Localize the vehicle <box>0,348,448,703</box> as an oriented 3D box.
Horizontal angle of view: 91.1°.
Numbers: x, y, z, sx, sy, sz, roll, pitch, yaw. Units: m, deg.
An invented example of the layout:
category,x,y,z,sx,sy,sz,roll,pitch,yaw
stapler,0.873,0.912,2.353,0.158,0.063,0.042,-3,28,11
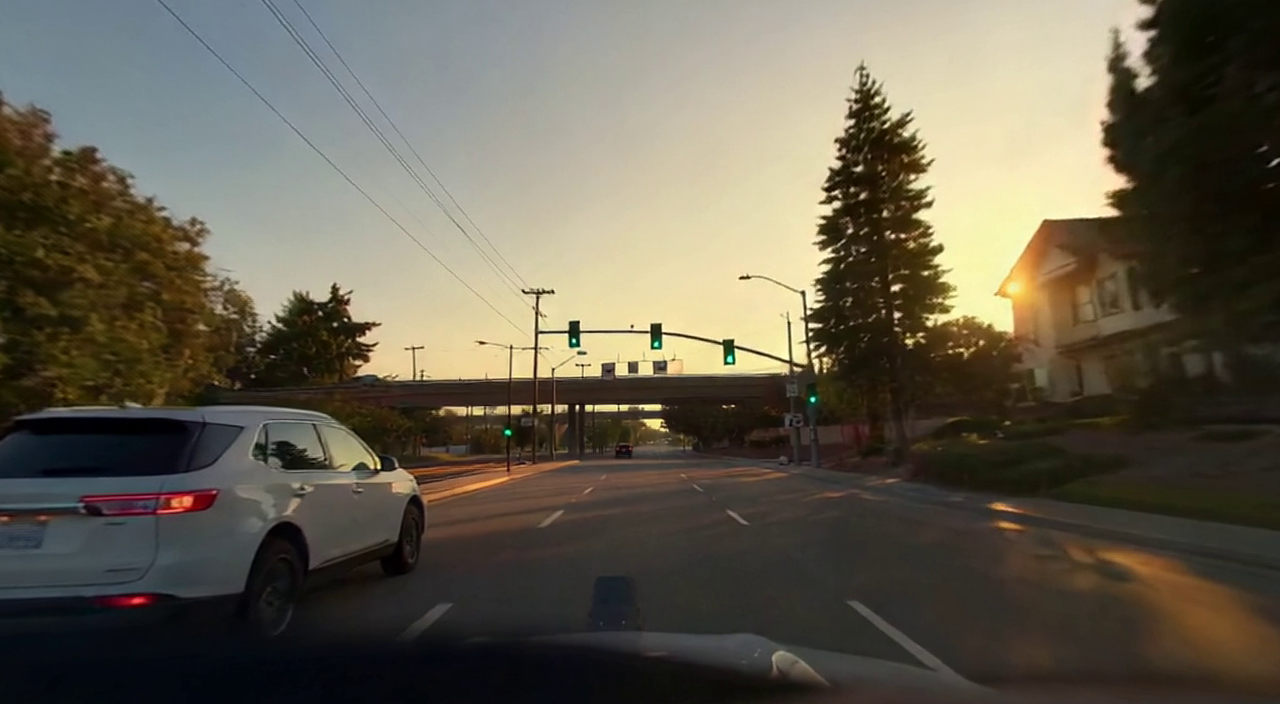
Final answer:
category,x,y,z,sx,sy,sz,roll,pitch,yaw
vehicle,-3.115,1.152,4.806,1.882,1.704,4.335,0,-9,0
